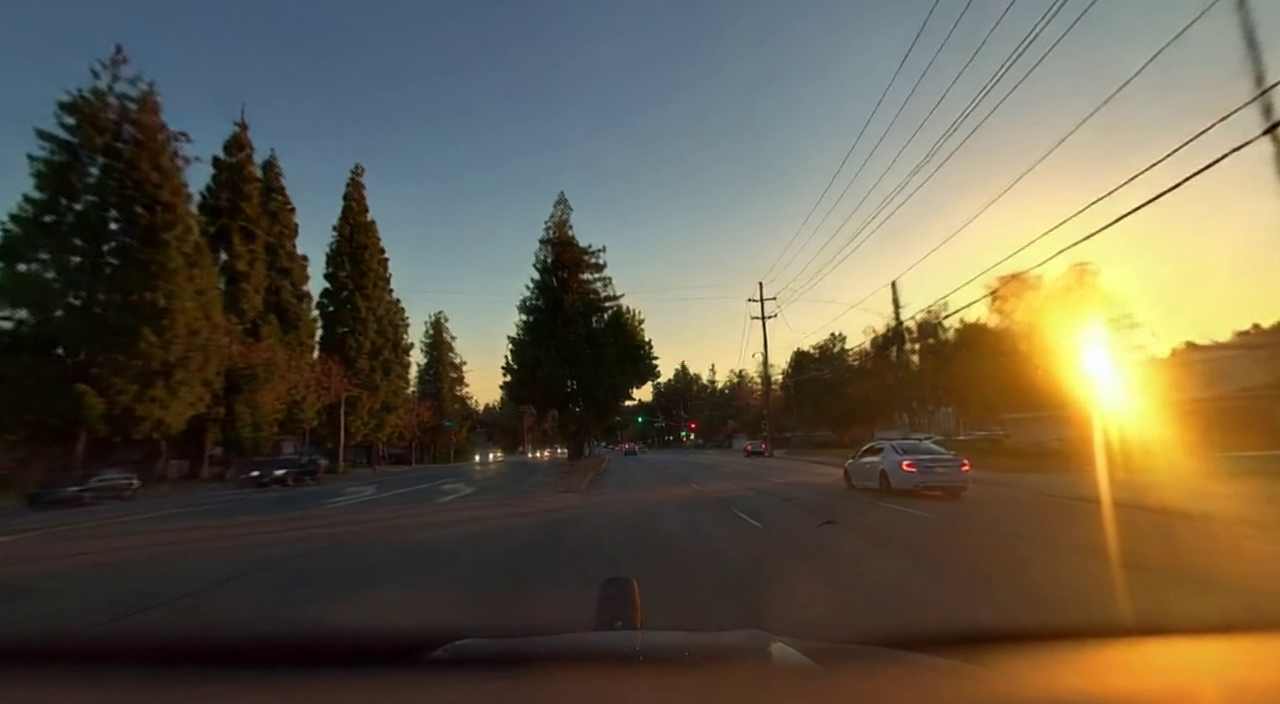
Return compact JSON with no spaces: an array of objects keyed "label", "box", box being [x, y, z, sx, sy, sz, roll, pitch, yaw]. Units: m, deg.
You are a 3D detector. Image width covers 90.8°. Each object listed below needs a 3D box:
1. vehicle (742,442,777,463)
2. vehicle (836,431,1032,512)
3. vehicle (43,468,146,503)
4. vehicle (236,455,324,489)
[{"label":"vehicle","box":[9.367,7.876,49.769,1.979,1.581,4.271,0,-8,1]},{"label":"vehicle","box":[6.380,2.644,14.497,2.113,1.520,4.650,0,-8,-2]},{"label":"vehicle","box":[-27.988,6.823,32.637,1.781,1.475,4.335,1,-9,-6]},{"label":"vehicle","box":[-17.402,5.768,30.782,1.886,1.446,4.265,0,-8,-2]}]
